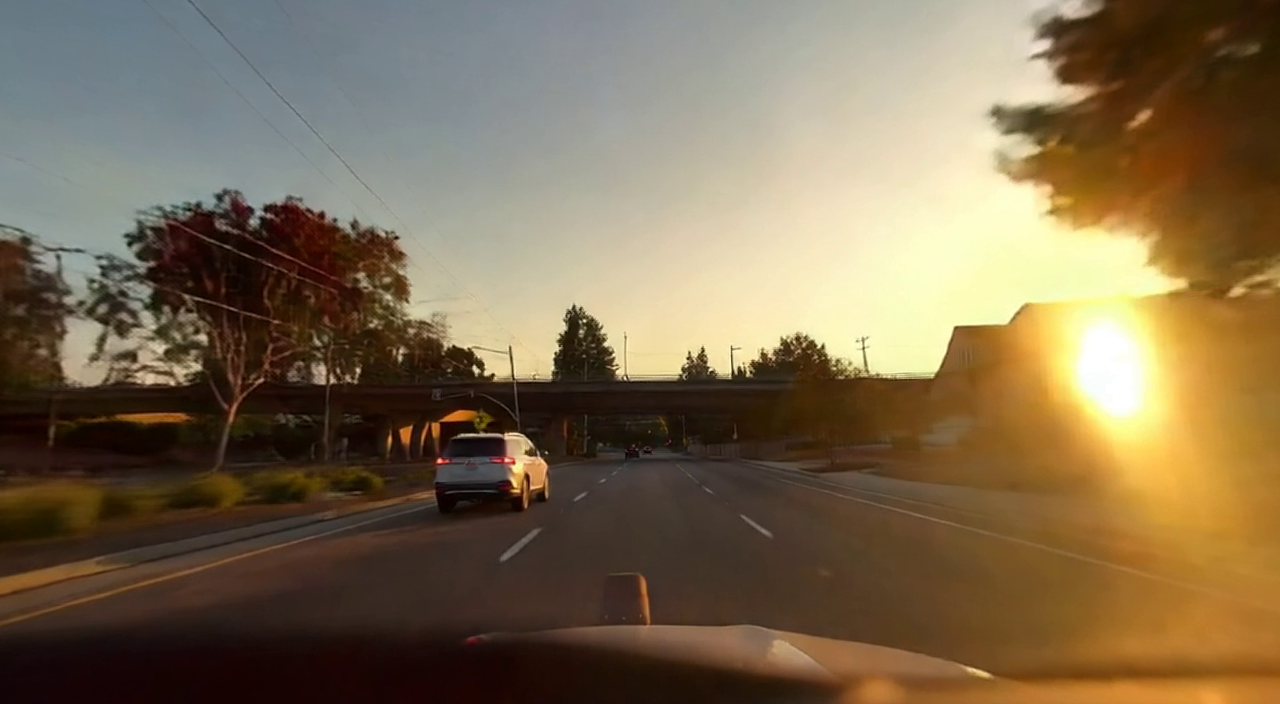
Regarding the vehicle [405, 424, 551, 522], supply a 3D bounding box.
[{"bbox_3d":[-3.180,2.493,13.346,1.882,1.704,4.335,-1,-9,1],"label":"vehicle"}]
